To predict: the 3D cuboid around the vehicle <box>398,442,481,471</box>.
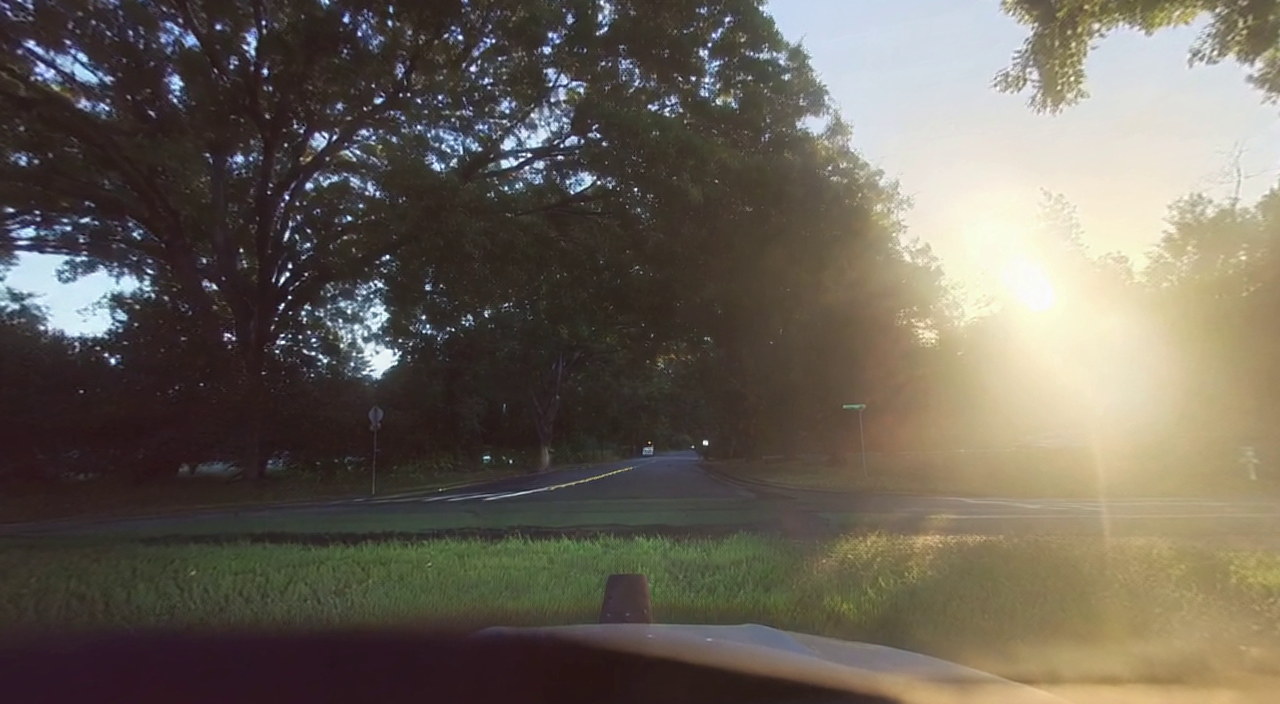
[{"bbox_3d":[-12.676,6.628,40.074,4.590,1.735,1.973,-1,-9,3],"label":"vehicle"}]
